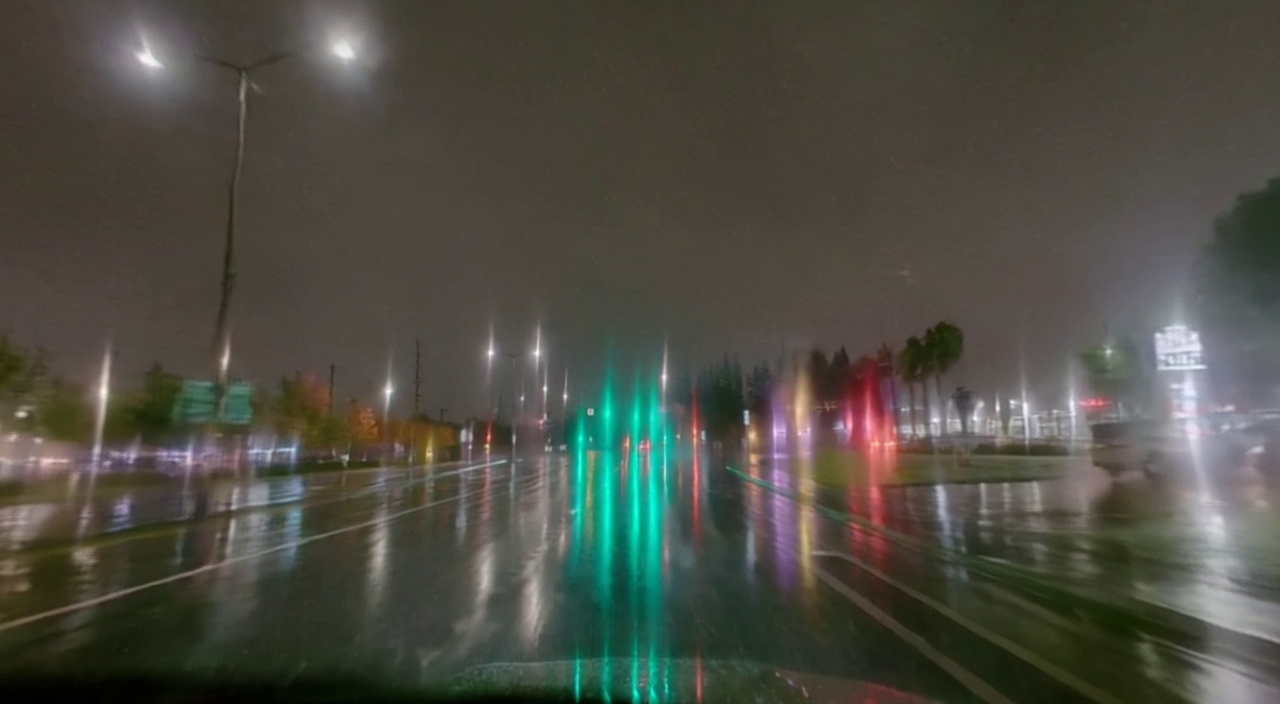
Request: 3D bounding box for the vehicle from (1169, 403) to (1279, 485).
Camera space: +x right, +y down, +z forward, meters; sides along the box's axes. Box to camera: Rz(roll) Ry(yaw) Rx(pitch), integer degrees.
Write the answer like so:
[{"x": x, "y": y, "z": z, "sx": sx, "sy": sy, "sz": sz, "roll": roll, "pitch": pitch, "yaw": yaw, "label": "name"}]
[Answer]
[{"x": 13.793, "y": 1.866, "z": 12.911, "sx": 4.310, "sy": 1.488, "sz": 2.003, "roll": 1, "pitch": -9, "yaw": -6, "label": "vehicle"}]
